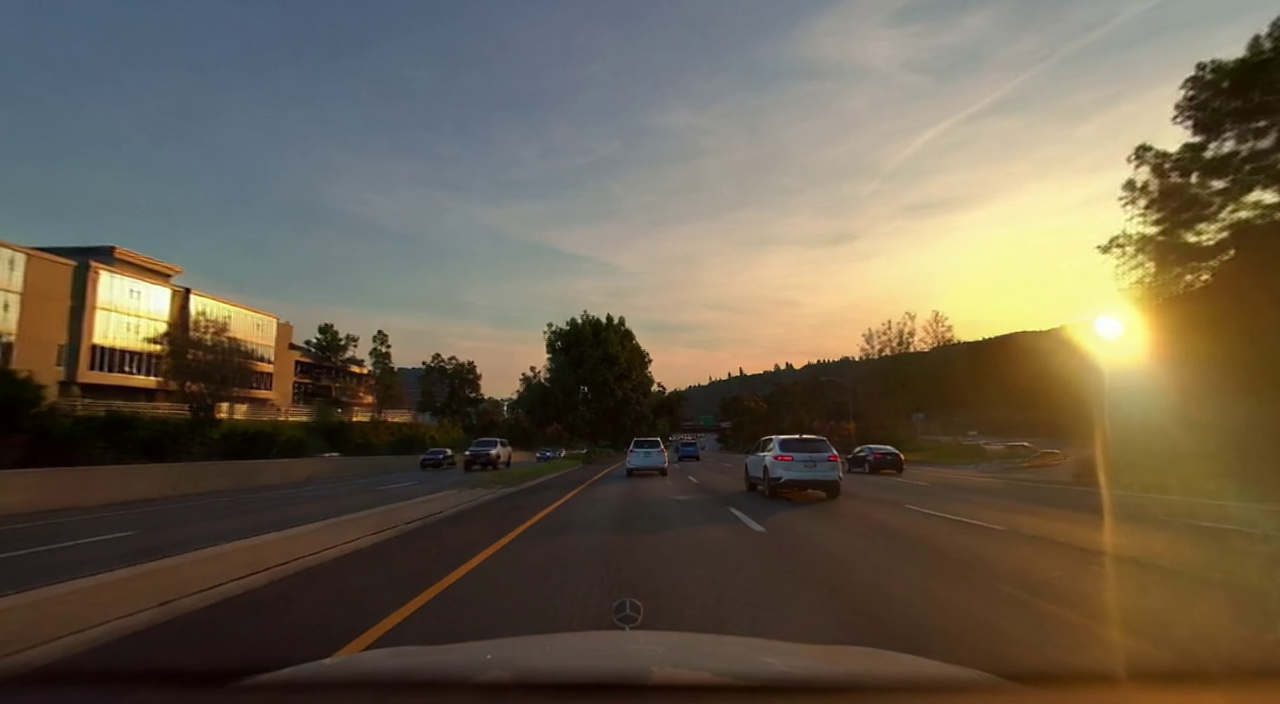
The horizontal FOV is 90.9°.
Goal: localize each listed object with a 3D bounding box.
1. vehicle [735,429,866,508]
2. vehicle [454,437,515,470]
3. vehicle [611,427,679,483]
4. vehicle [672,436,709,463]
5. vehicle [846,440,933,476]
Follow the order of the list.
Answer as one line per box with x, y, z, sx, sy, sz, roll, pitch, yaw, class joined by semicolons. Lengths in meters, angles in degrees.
3.591;2.683;14.969;2.042;1.592;4.047;0;-8;0;vehicle
-10.685;7.019;43.954;2.614;2.135;6.505;0;-8;0;vehicle
0.174;3.832;23.685;2.290;1.862;4.454;0;-8;0;vehicle
3.872;7.630;49.479;2.328;1.987;5.440;0;-8;-1;vehicle
10.955;4.682;28.050;2.027;1.446;4.470;0;-8;0;vehicle
